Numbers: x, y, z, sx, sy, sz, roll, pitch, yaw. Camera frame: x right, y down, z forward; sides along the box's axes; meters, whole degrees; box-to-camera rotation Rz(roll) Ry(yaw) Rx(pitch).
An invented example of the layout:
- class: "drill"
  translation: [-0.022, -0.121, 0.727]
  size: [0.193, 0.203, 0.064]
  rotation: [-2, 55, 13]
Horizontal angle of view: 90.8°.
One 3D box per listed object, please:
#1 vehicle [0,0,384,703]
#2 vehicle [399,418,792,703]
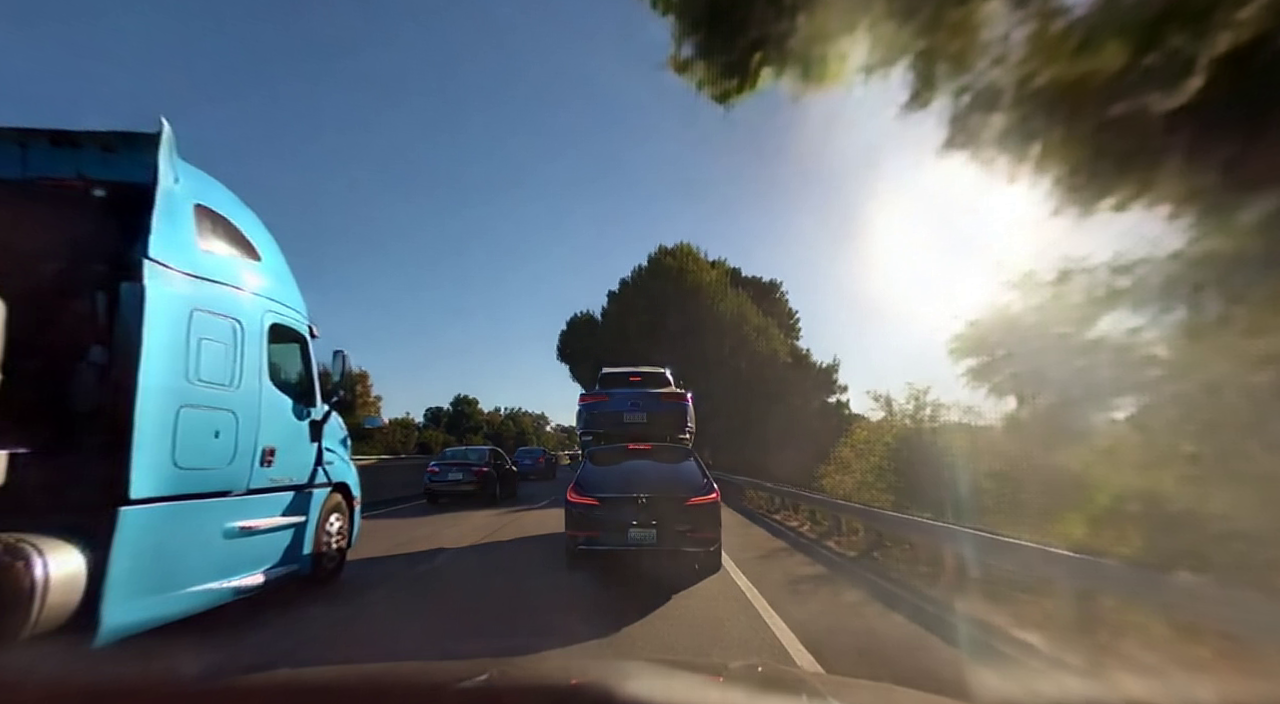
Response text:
- class: "vehicle"
  translation: [-4.556, 0.184, 4.474]
  size: [2.963, 3.836, 6.016]
  rotation: [0, -9, -2]
- class: "vehicle"
  translation: [-0.268, 1.362, 4.977]
  size: [1.991, 1.507, 3.391]
  rotation: [0, -9, -2]
